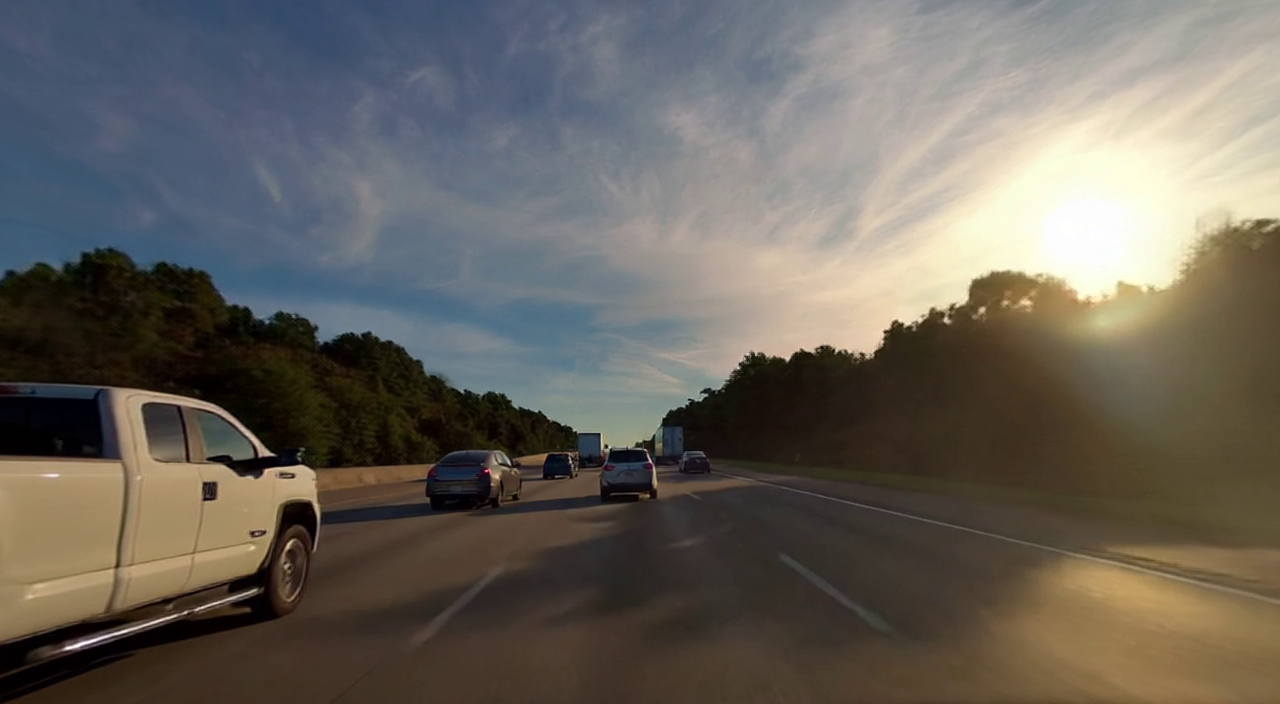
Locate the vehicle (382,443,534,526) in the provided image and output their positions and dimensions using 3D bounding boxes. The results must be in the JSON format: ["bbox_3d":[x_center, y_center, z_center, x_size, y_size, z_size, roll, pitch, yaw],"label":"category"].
[{"bbox_3d":[-3.699,2.777,13.790,1.988,1.501,4.438,0,-9,0],"label":"vehicle"}]

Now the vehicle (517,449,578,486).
[{"bbox_3d":[-3.936,5.001,27.571,1.999,1.484,4.269,0,-9,0],"label":"vehicle"}]

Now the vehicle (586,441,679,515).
[{"bbox_3d":[-0.178,2.988,15.326,1.996,1.574,3.426,0,-9,-1],"label":"vehicle"}]

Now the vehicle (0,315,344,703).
[{"bbox_3d":[-3.906,0.884,3.317,2.243,1.889,4.949,0,-9,0],"label":"vehicle"}]

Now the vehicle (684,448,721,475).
[{"bbox_3d":[3.846,6.791,39.287,1.858,1.537,3.838,0,-9,-1],"label":"vehicle"}]
